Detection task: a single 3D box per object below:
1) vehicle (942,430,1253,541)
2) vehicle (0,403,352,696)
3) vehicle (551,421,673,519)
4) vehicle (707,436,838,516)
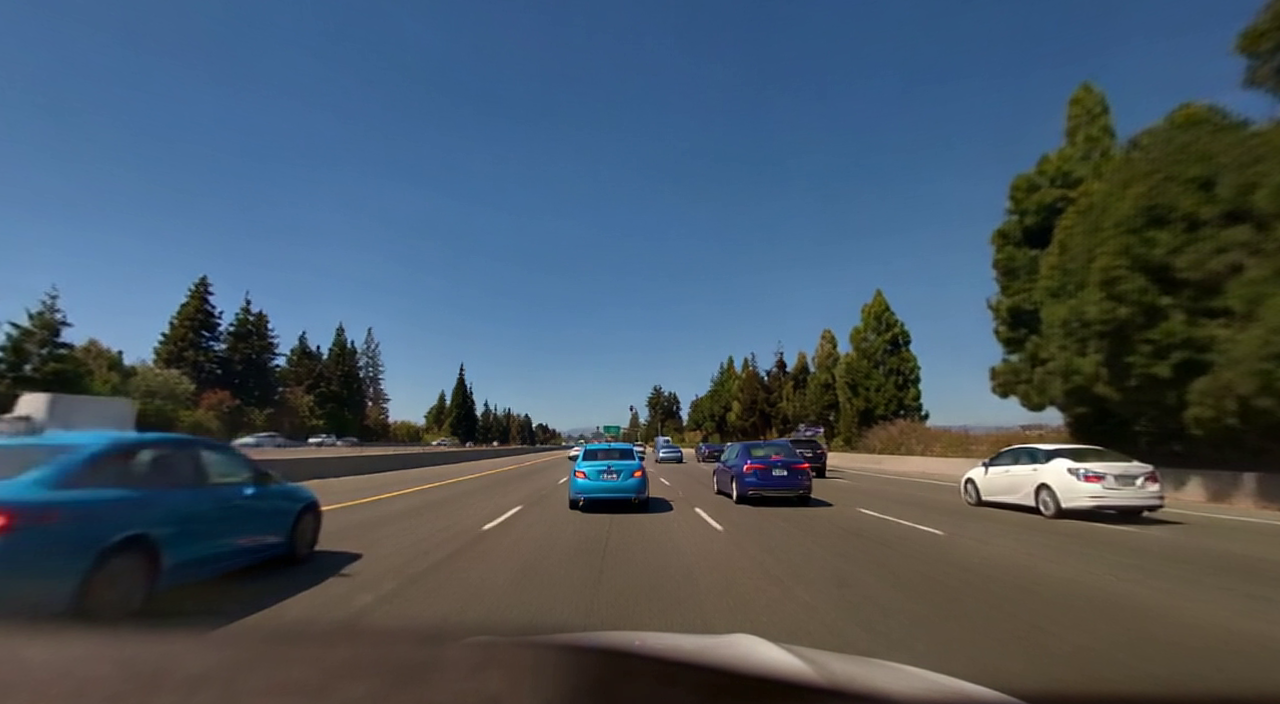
[{"bbox_3d":[8.083,2.374,11.910,2.106,1.641,4.671,1,-9,-5],"label":"vehicle"},{"bbox_3d":[-4.429,1.275,4.864,2.071,1.537,4.912,0,-9,0],"label":"vehicle"},{"bbox_3d":[-0.544,2.406,13.264,2.181,1.728,3.970,1,-9,-2],"label":"vehicle"},{"bbox_3d":[2.829,2.761,14.506,1.975,1.532,4.227,1,-9,-2],"label":"vehicle"}]
